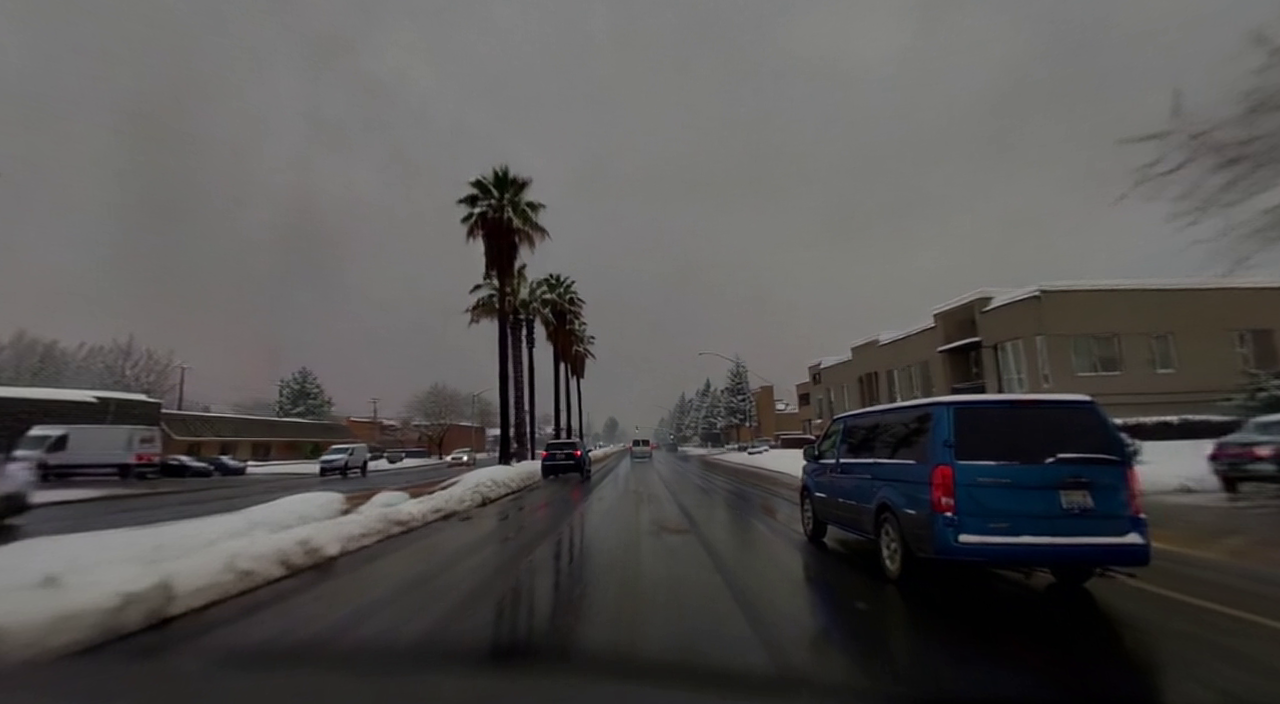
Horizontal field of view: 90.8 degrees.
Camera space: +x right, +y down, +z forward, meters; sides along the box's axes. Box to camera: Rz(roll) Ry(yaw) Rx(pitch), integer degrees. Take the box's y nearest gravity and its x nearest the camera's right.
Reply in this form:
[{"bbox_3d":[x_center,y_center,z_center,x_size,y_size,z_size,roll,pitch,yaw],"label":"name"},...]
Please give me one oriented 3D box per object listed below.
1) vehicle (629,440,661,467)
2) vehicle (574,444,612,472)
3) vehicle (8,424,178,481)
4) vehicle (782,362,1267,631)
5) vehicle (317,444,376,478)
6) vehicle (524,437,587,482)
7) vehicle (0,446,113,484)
[{"bbox_3d":[0.314,7.231,45.129,2.191,1.761,3.857,0,-8,-1],"label":"vehicle"},{"bbox_3d":[-2.686,6.119,36.707,1.869,1.454,4.142,0,-8,0],"label":"vehicle"},{"bbox_3d":[-29.886,5.486,34.743,6.775,2.936,2.546,0,-9,-2],"label":"vehicle"},{"bbox_3d":[3.315,1.381,7.032,2.234,1.912,4.847,0,-8,-1],"label":"vehicle"},{"bbox_3d":[-21.443,7.941,46.370,1.931,2.187,5.001,-1,-8,-1],"label":"vehicle"},{"bbox_3d":[-3.389,4.388,26.059,1.967,1.703,4.157,0,-8,1],"label":"vehicle"},{"bbox_3d":[-30.261,5.747,32.225,4.832,1.778,2.082,-1,-8,0],"label":"vehicle"}]
